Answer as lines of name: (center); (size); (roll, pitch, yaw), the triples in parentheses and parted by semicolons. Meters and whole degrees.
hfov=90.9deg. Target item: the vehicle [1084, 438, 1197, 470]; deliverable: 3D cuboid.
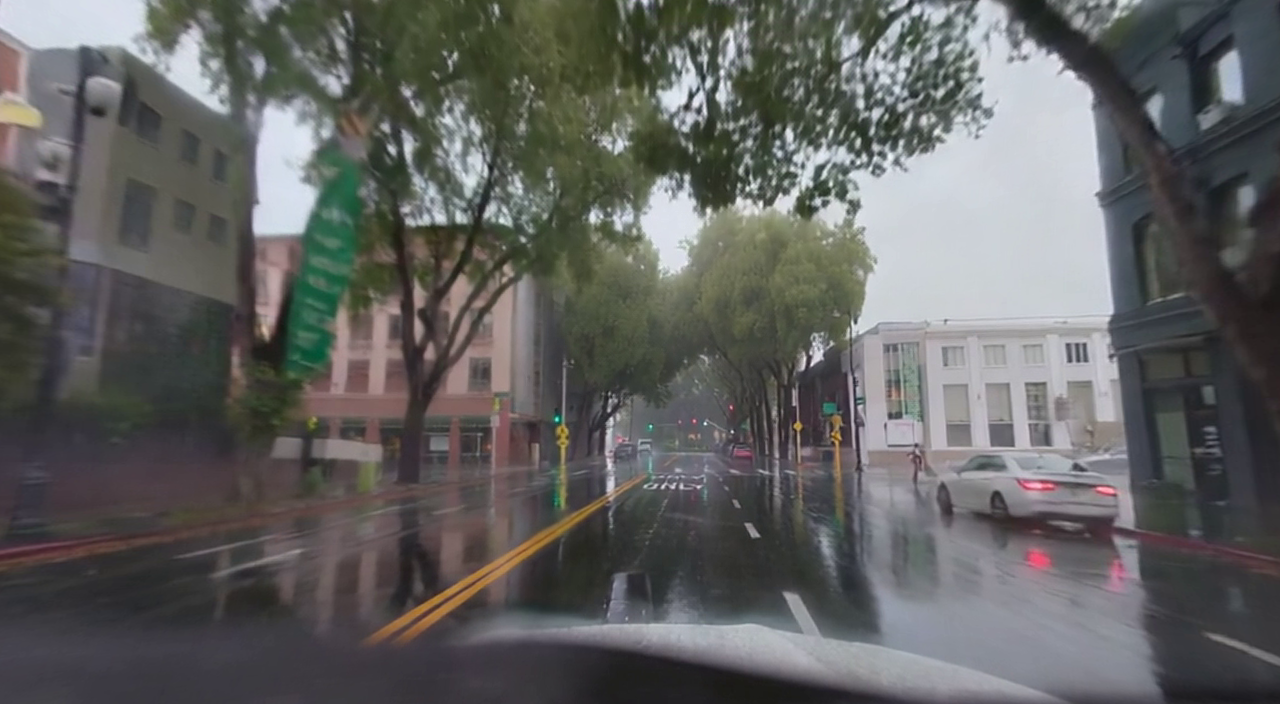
vehicle: (28.587, 5.818, 36.135); (4.525, 1.769, 2.180); (0, -8, 2)

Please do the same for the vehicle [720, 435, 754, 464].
vehicle: (6.698, 6.762, 43.910); (1.971, 1.919, 4.748); (-1, -8, 5)

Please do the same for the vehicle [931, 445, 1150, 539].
vehicle: (7.426, 2.561, 12.279); (1.759, 1.488, 4.124); (-1, -8, 4)
